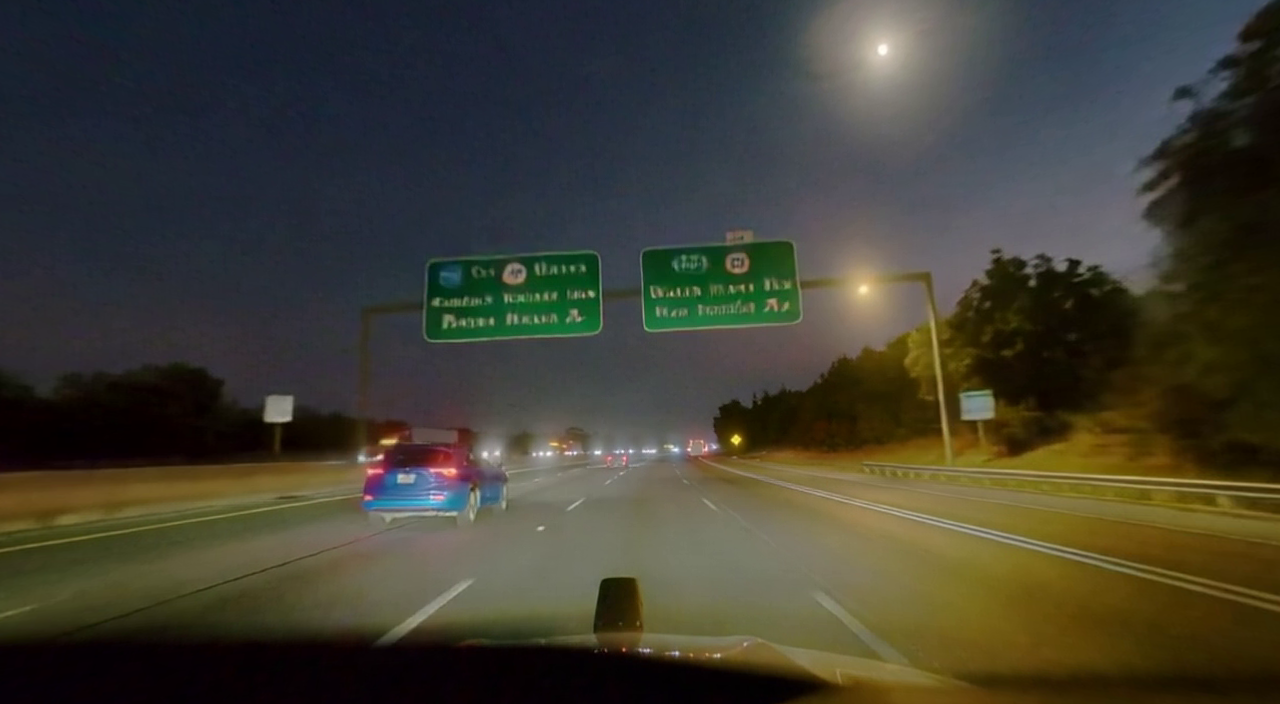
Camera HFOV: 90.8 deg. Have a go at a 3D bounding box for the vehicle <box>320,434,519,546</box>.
[{"bbox_3d":[-3.638,2.342,11.361,2.016,1.623,4.126,0,-9,1],"label":"vehicle"}]
